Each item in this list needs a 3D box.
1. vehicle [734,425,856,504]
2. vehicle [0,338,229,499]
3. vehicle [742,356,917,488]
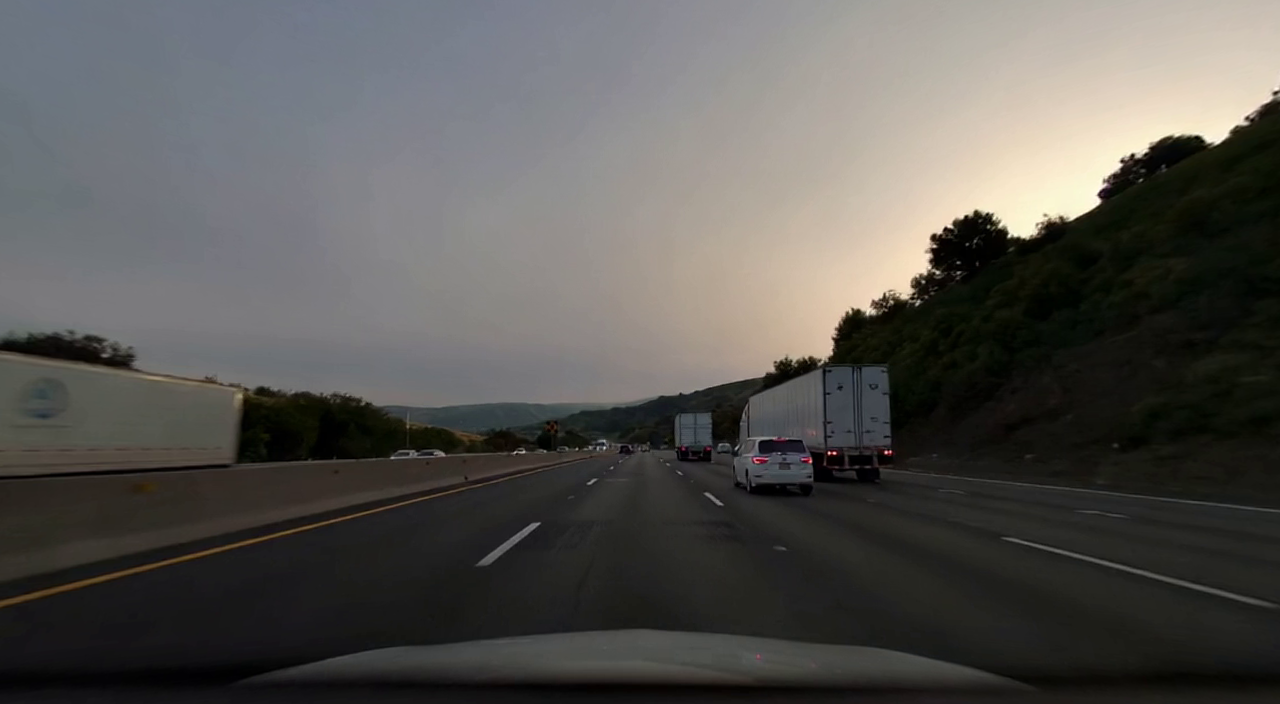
[{"bbox_3d":[3.796,2.852,16.308,2.055,1.737,4.224,0,-9,0],"label":"vehicle"},{"bbox_3d":[-16.917,1.886,17.079,2.841,3.835,12.769,0,-9,0],"label":"vehicle"},{"bbox_3d":[7.323,3.415,28.143,2.947,4.199,16.175,0,-9,1],"label":"vehicle"}]
